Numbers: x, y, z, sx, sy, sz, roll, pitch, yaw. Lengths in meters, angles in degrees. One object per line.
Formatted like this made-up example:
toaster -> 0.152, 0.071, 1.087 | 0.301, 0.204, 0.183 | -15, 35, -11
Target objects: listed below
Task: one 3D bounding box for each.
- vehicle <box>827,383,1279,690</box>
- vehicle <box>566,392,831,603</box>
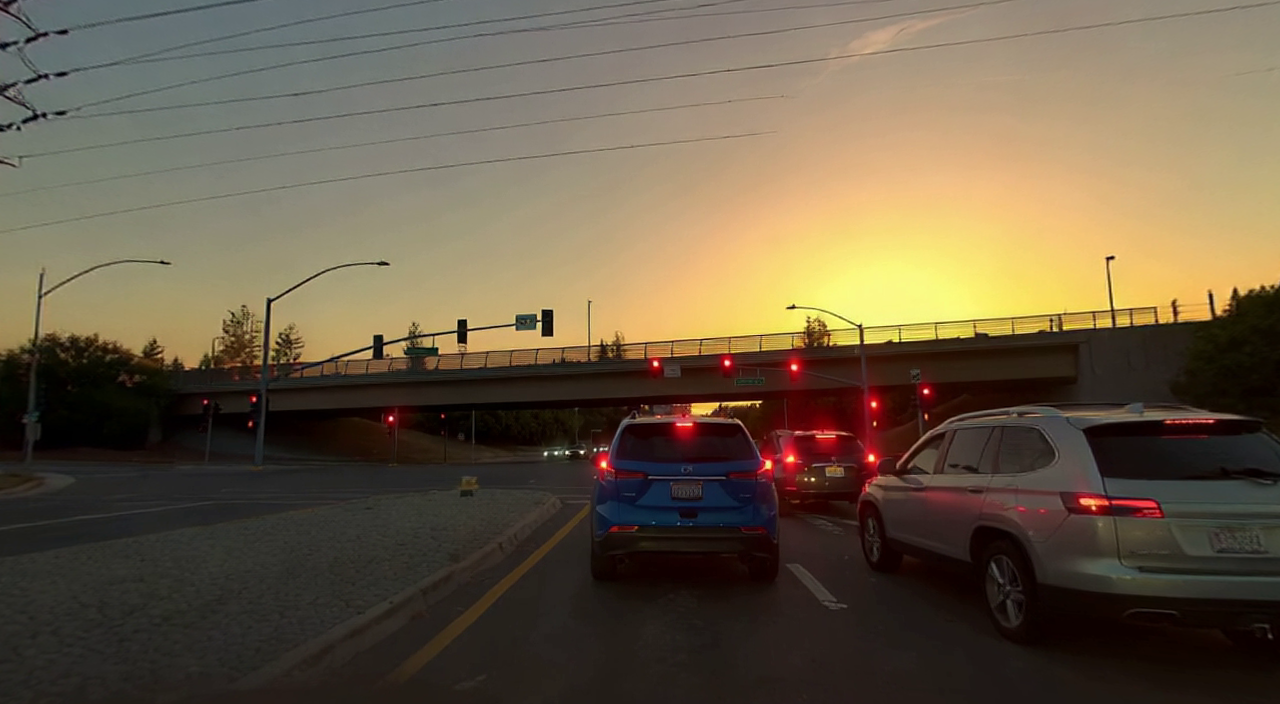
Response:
vehicle -> 3.413, 1.335, 5.795 | 1.990, 1.649, 4.625 | 0, -8, 0
vehicle -> 0.450, 1.553, 7.600 | 2.240, 1.778, 4.335 | 0, -8, -1
